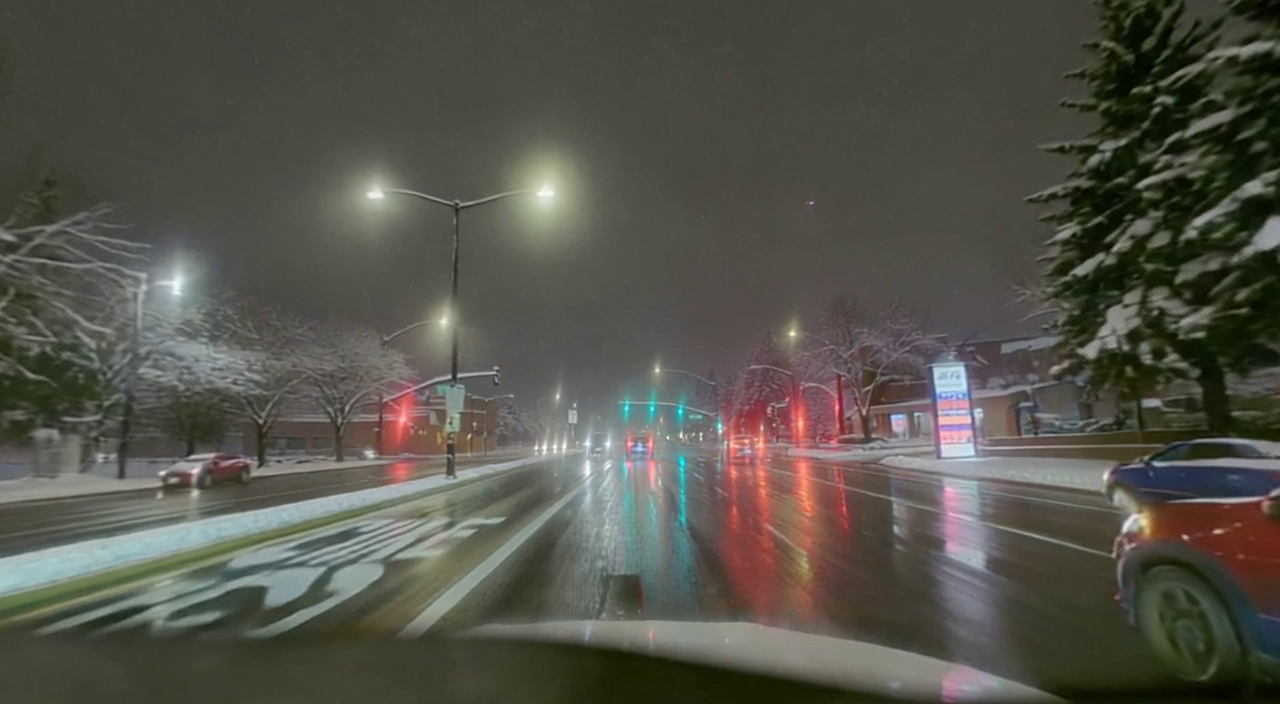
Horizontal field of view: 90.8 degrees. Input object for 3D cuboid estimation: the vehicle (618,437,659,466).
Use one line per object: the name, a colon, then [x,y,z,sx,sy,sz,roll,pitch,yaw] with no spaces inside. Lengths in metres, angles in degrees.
vehicle: [-0.080,5.368,34.198,2.097,1.480,4.006,0,-8,0]

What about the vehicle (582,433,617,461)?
vehicle: [-2.756,6.594,43.959,2.064,1.825,4.760,0,-8,1]

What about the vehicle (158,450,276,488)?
vehicle: [-18.089,4.995,27.323,1.865,1.460,4.693,0,-8,0]

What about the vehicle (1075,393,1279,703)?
vehicle: [3.733,0.775,1.764,1.861,1.473,4.393,0,-8,-1]

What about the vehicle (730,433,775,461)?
vehicle: [7.402,6.329,41.985,2.068,1.731,4.752,0,-8,-1]
